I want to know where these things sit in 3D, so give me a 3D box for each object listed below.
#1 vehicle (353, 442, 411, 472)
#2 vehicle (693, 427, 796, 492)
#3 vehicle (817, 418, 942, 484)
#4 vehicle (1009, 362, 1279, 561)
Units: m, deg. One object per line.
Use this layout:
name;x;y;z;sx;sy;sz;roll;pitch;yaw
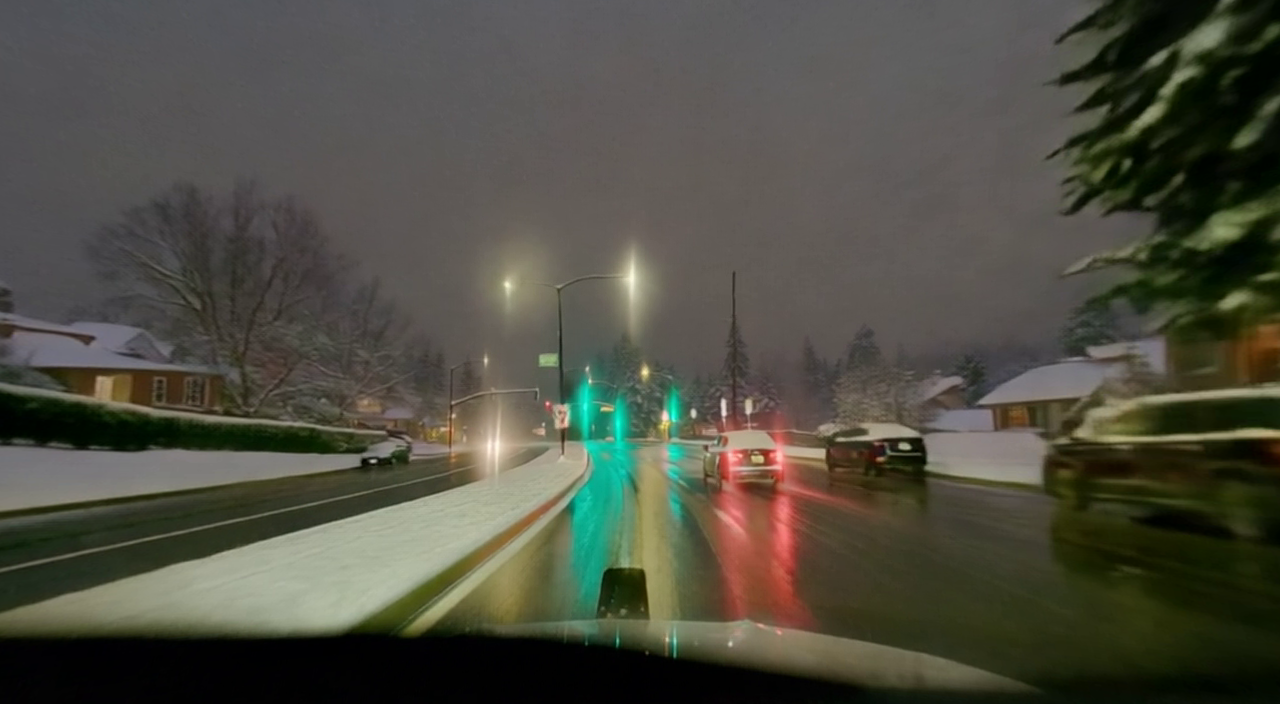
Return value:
vehicle;-15.099;6.151;37.161;1.949;1.642;4.376;0;-8;-6
vehicle;2.640;2.844;17.005;1.960;1.479;4.086;0;-8;-2
vehicle;6.648;2.809;18.058;2.008;1.614;4.369;-1;-8;3
vehicle;7.039;1.275;7.663;2.065;1.861;4.704;0;-8;-2
